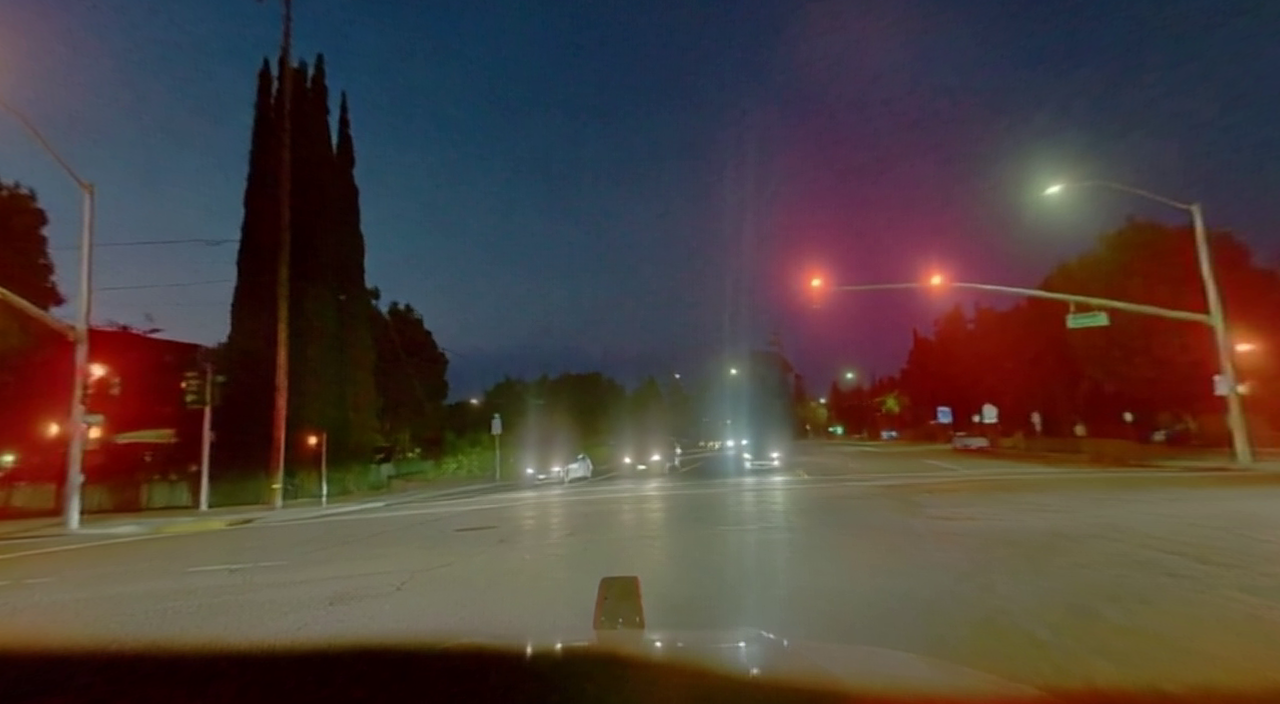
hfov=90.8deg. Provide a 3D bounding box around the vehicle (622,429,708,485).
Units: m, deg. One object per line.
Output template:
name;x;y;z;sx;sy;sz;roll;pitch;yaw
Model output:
vehicle;1.147;4.202;25.604;2.479;1.977;5.254;-2;-9;13

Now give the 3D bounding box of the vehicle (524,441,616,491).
vehicle;-2.695;4.573;25.740;2.241;1.819;4.690;-2;-9;13

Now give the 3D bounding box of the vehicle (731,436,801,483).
vehicle;4.609;3.838;22.876;2.174;1.477;4.805;-2;-9;12
